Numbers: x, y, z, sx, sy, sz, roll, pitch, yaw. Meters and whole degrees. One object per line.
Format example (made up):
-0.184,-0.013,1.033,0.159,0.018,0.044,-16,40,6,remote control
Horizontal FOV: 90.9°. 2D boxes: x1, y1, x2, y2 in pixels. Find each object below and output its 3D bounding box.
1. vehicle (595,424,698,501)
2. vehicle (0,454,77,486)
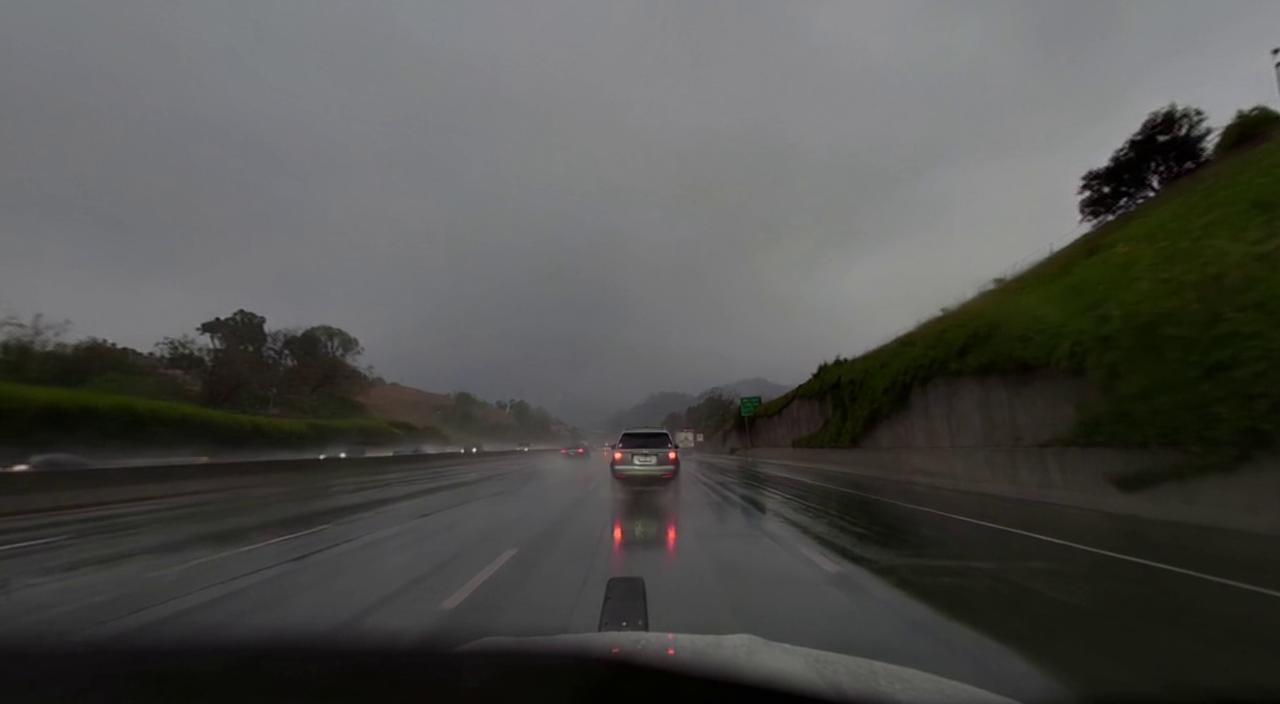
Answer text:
0.165,2.952,17.158,2.447,1.804,4.273,0,-9,0,vehicle
-31.573,5.936,32.004,1.911,1.461,4.375,0,-9,0,vehicle
